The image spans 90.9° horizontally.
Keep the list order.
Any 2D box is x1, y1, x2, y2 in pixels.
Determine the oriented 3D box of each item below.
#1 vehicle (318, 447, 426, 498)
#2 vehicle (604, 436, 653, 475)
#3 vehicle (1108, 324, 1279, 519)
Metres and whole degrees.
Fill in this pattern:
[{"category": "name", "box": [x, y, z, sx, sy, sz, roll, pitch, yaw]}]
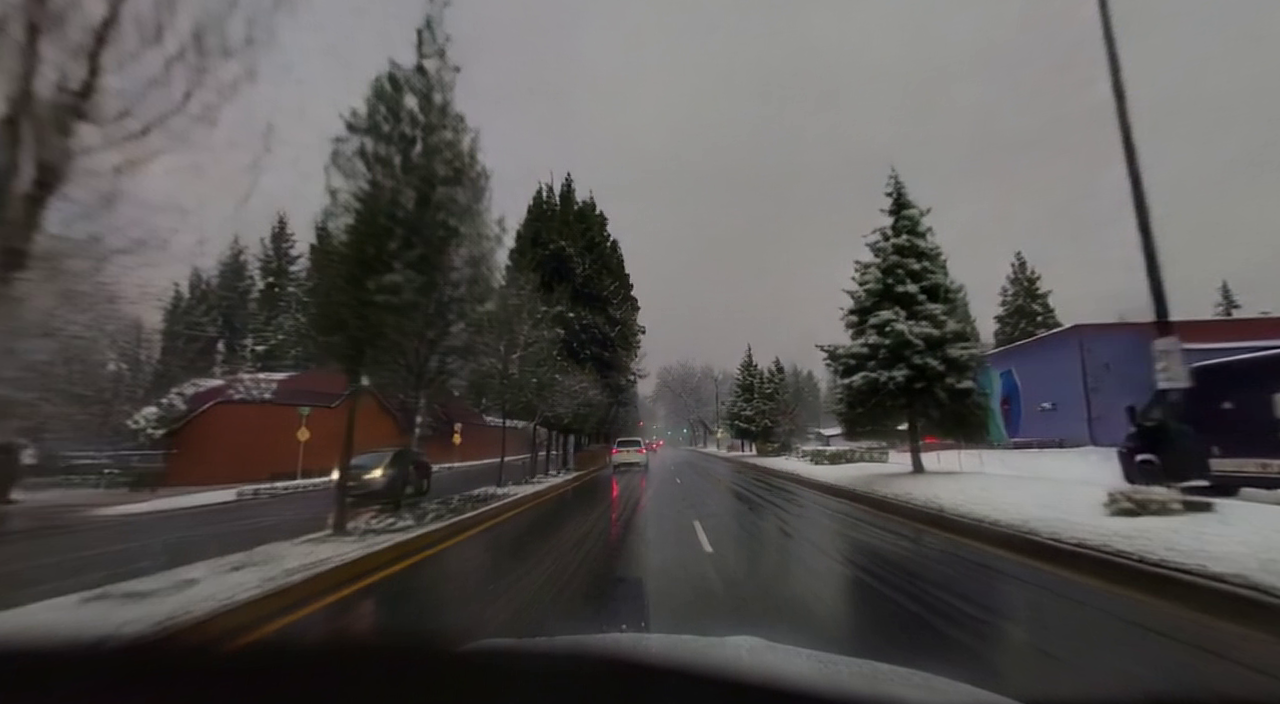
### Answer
[{"category": "vehicle", "box": [-9.420, 4.220, 22.564, 1.908, 1.616, 3.988, 0, -8, 3]}, {"category": "vehicle", "box": [-0.464, 4.905, 30.063, 2.129, 1.713, 4.314, 0, -8, 2]}, {"category": "vehicle", "box": [13.622, 1.145, 11.053, 2.794, 3.710, 10.785, -3, -8, 2]}]
